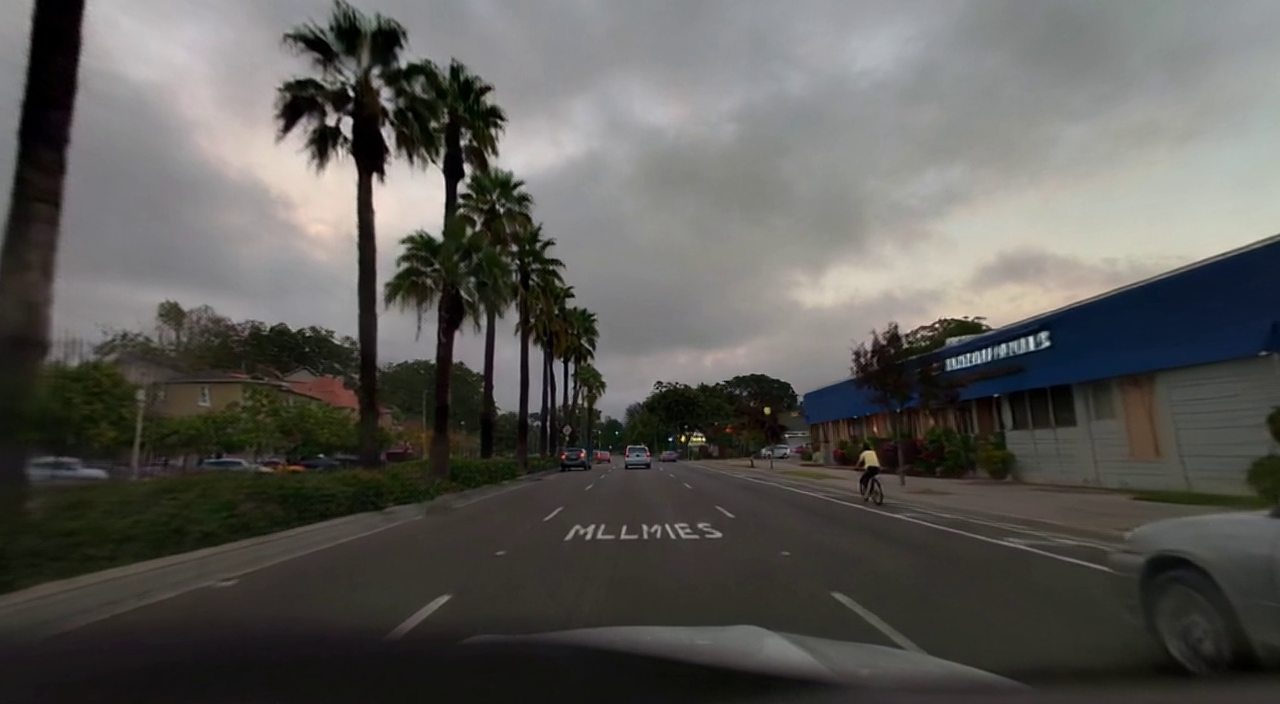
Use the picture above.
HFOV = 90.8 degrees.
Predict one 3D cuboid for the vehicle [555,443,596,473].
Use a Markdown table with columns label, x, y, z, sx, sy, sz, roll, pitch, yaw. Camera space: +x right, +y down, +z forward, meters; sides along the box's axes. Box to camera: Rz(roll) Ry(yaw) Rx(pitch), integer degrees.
| label | x | y | z | sx | sy | sz | roll | pitch | yaw |
| --- | --- | --- | --- | --- | --- | --- | --- | --- | --- |
| vehicle | -3.980 | 6.605 | 39.615 | 2.071 | 1.744 | 4.500 | 0 | -9 | 0 |

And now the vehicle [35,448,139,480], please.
| label | x | y | z | sx | sy | sz | roll | pitch | yaw |
| --- | --- | --- | --- | --- | --- | --- | --- | --- | --- |
| vehicle | -34.955 | 7.064 | 40.035 | 4.377 | 1.951 | 2.245 | 0 | -9 | 0 |

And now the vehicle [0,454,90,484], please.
| label | x | y | z | sx | sy | sz | roll | pitch | yaw |
| --- | --- | --- | --- | --- | --- | --- | --- | --- | --- |
| vehicle | -35.295 | 6.837 | 36.941 | 4.274 | 1.625 | 2.070 | 0 | -9 | 2 |

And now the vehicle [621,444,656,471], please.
| label | x | y | z | sx | sy | sz | roll | pitch | yaw |
| --- | --- | --- | --- | --- | --- | --- | --- | --- | --- |
| vehicle | -0.132 | 6.668 | 40.074 | 2.102 | 1.653 | 3.698 | 0 | -9 | -1 |

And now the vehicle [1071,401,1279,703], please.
| label | x | y | z | sx | sy | sz | roll | pitch | yaw |
| --- | --- | --- | --- | --- | --- | --- | --- | --- | --- |
| vehicle | 3.675 | 0.790 | 1.470 | 2.090 | 1.503 | 4.566 | 0 | -9 | 0 |
